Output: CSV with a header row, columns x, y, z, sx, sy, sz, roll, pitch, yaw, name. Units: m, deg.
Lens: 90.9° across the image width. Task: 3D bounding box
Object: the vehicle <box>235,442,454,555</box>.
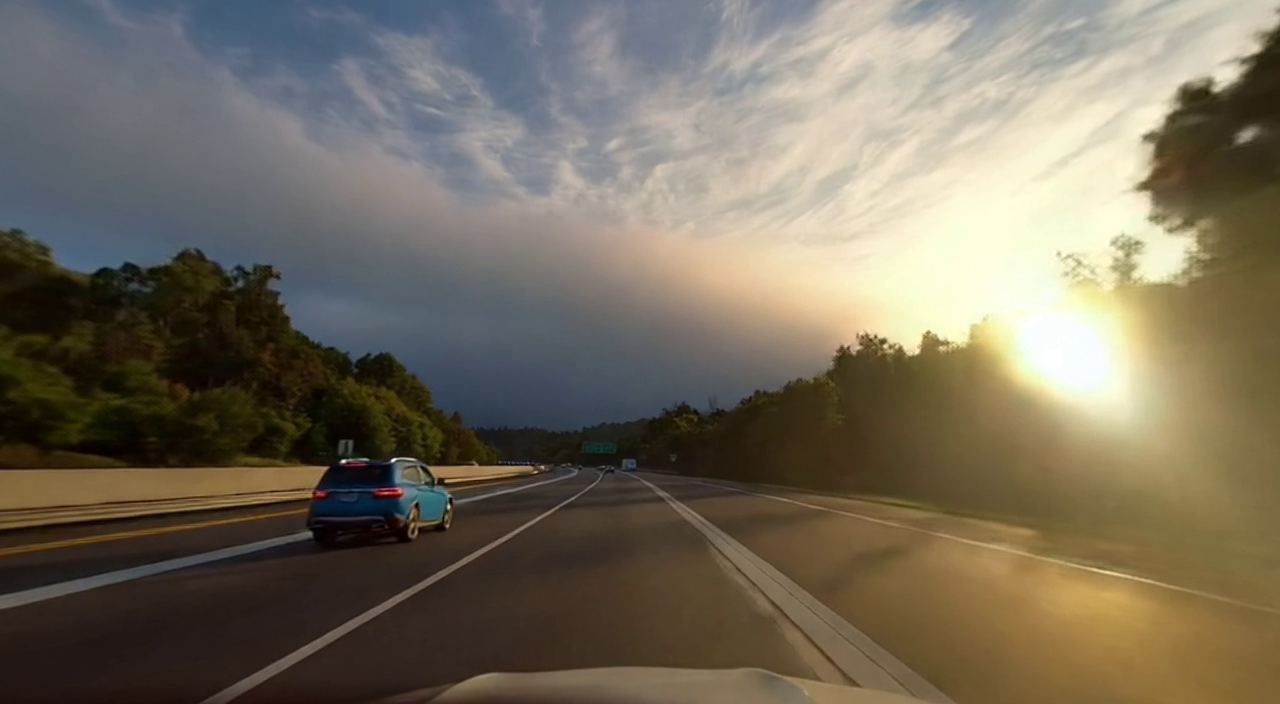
x,y,z,sx,sy,sz,roll,pitch,yaw,name
-4.804,2.449,10.969,2.025,1.584,3.657,1,-10,-1,vehicle
